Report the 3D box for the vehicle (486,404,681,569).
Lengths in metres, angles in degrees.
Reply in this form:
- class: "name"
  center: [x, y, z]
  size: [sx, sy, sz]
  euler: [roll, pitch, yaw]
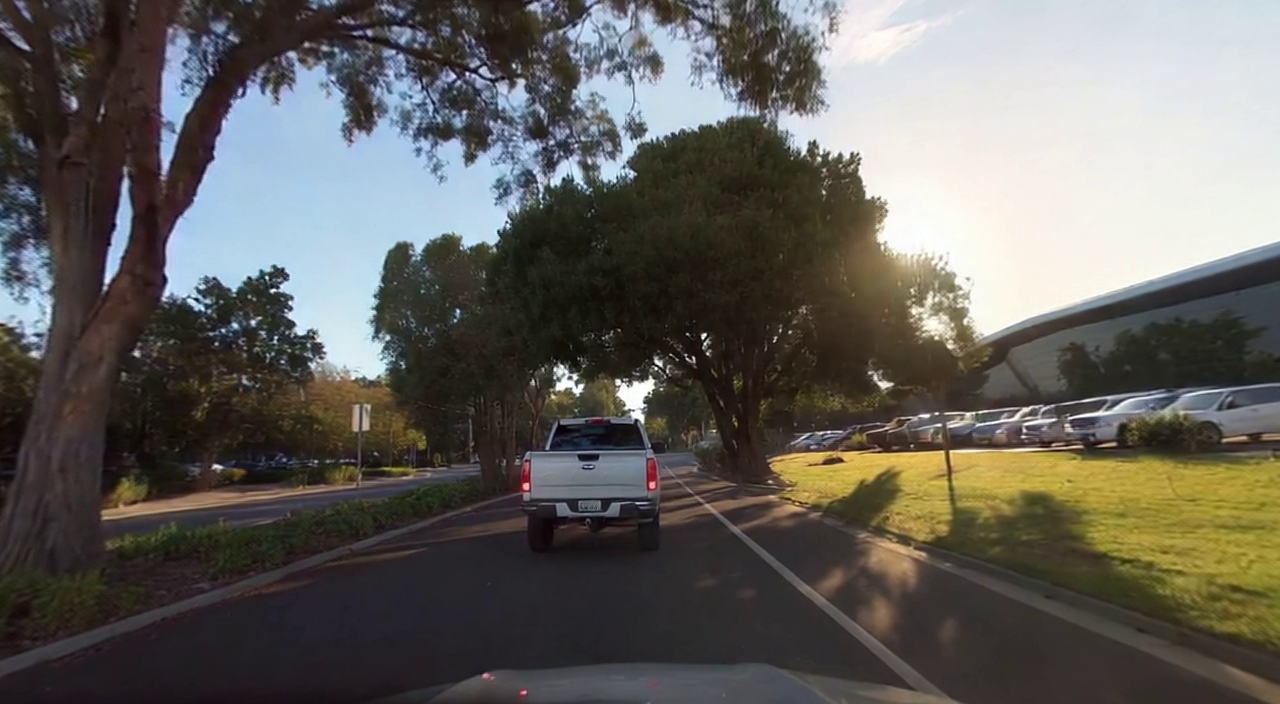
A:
- class: "vehicle"
  center: [-0.585, 1.867, 9.597]
  size: [2.157, 1.816, 5.039]
  euler: [0, -9, 1]
